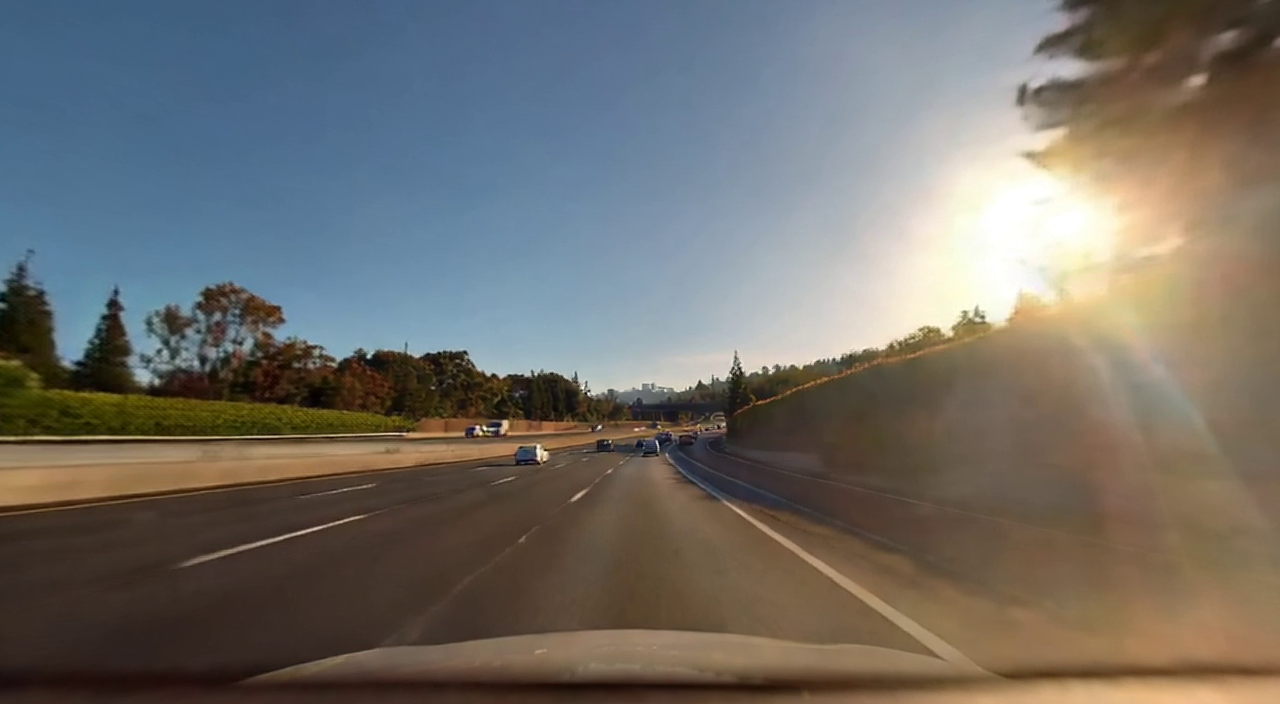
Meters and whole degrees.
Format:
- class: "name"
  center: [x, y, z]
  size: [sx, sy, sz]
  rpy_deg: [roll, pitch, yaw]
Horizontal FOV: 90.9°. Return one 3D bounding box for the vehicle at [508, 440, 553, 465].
- class: "vehicle"
  center: [-6.886, 6.372, 40.151]
  size: [1.966, 1.488, 4.243]
  rpy_deg: [-1, -9, 2]
